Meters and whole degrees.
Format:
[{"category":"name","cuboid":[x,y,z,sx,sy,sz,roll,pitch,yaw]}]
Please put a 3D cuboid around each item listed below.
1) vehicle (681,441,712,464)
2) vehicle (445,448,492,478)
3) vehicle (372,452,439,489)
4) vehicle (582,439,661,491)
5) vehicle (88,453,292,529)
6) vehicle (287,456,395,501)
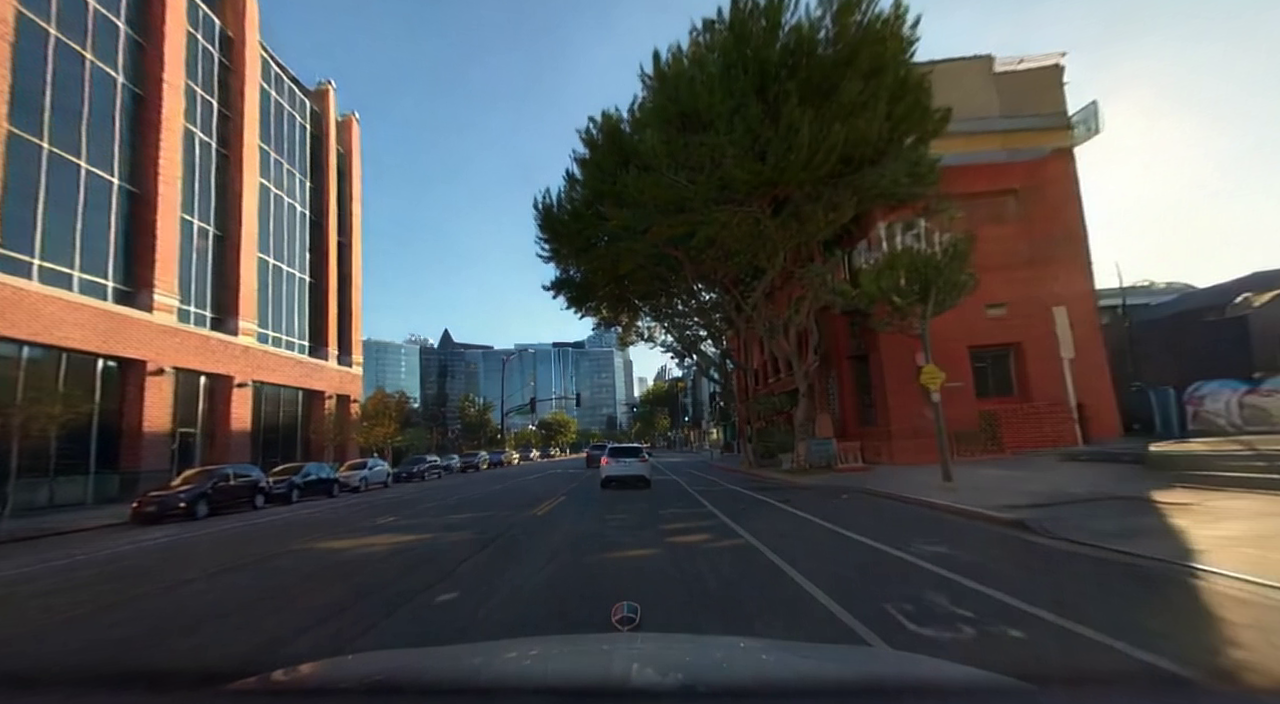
[{"category":"vehicle","cuboid":[4.257,7.620,48.219,1.924,1.645,4.528,-1,-8,-1]},{"category":"vehicle","cuboid":[-12.160,7.846,45.123,2.090,1.784,4.832,-4,-8,-2]},{"category":"vehicle","cuboid":[-12.171,6.133,33.046,1.976,1.577,4.091,-4,-8,-1]},{"category":"vehicle","cuboid":[-0.548,3.561,20.234,2.269,1.479,3.980,0,-8,-1]},{"category":"vehicle","cuboid":[-11.975,3.676,17.359,2.077,1.732,4.704,0,-8,0]},{"category":"vehicle","cuboid":[-11.855,5.015,25.506,1.991,1.507,4.879,0,-8,0]}]
